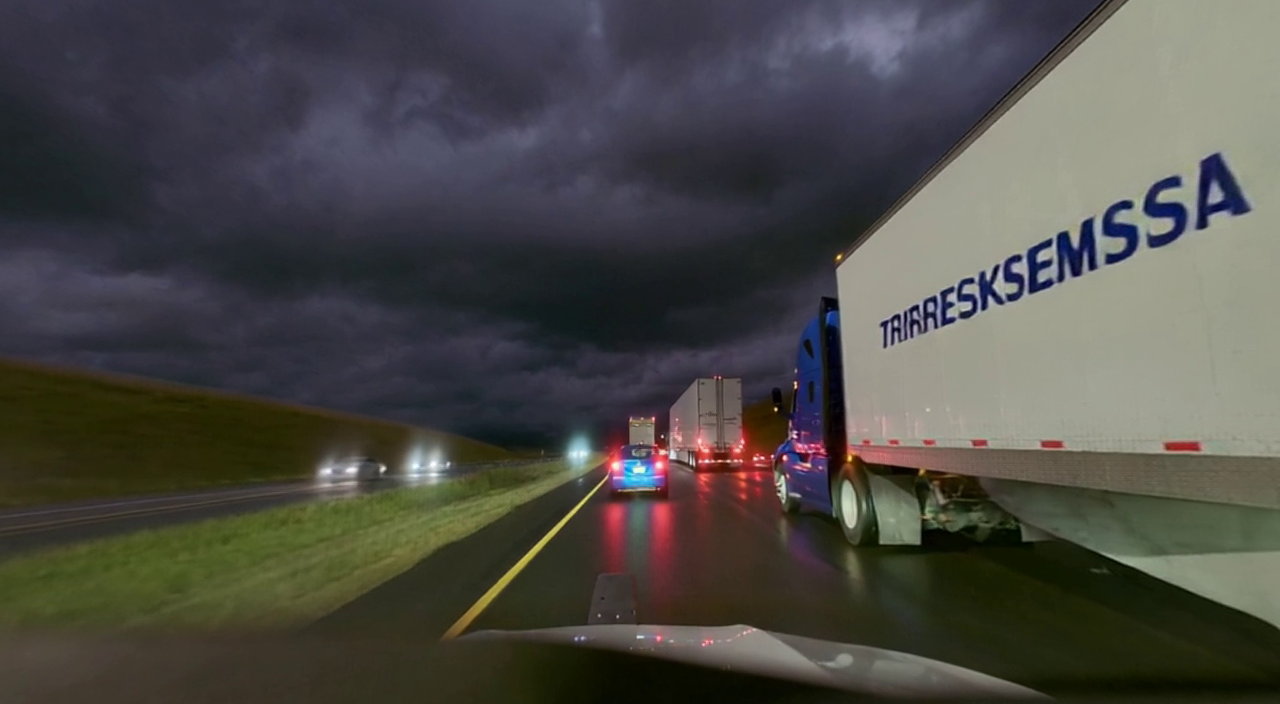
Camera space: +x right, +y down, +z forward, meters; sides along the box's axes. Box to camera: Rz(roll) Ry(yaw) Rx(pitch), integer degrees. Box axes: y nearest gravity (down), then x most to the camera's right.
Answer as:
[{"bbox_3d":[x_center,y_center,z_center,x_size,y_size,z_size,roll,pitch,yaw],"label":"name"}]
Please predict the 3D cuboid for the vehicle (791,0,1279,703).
[{"bbox_3d":[4.342,-0.462,2.857,3.410,4.438,14.410,0,-8,-1],"label":"vehicle"}]

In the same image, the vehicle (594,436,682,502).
[{"bbox_3d":[-0.073,2.992,16.578,2.045,1.507,3.763,-1,-8,-1],"label":"vehicle"}]

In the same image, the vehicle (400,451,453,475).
[{"bbox_3d":[-14.911,7.773,44.144,2.081,1.476,4.233,-1,-8,2],"label":"vehicle"}]

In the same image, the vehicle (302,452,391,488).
[{"bbox_3d":[-14.263,5.725,30.930,2.046,1.490,4.634,-1,-8,2],"label":"vehicle"}]
